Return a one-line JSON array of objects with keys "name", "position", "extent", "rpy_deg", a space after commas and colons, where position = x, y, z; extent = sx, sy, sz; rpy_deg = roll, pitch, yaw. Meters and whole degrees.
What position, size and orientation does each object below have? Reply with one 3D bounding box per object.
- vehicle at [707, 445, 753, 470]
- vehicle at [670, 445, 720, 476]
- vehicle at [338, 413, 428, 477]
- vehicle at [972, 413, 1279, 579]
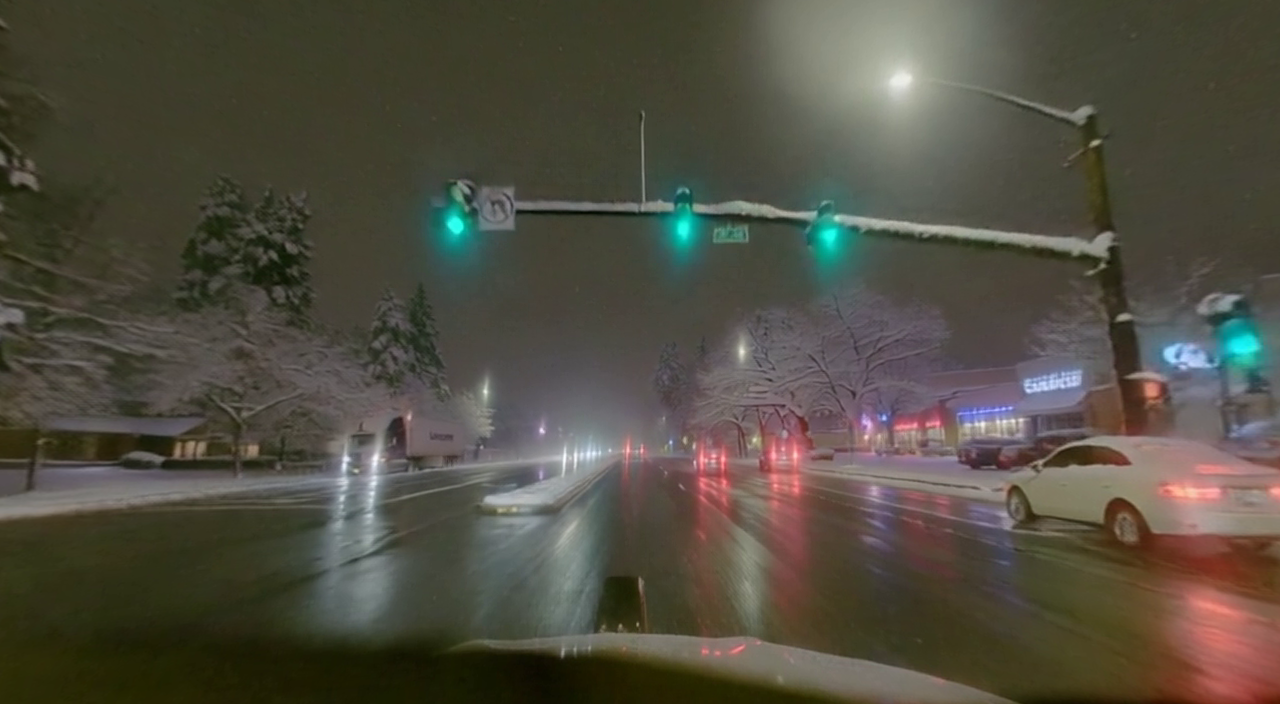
[{"name": "vehicle", "position": [5.823, 6.897, 41.375], "extent": [2.150, 1.485, 4.919], "rpy_deg": [0, -9, -2]}, {"name": "vehicle", "position": [2.823, 5.692, 33.303], "extent": [2.099, 1.463, 4.365], "rpy_deg": [0, -9, -2]}, {"name": "vehicle", "position": [-19.208, 7.094, 48.003], "extent": [3.008, 4.297, 9.041], "rpy_deg": [0, -9, -1]}, {"name": "vehicle", "position": [6.901, 1.810, 8.762], "extent": [2.002, 1.651, 4.647], "rpy_deg": [0, -9, 0]}]
